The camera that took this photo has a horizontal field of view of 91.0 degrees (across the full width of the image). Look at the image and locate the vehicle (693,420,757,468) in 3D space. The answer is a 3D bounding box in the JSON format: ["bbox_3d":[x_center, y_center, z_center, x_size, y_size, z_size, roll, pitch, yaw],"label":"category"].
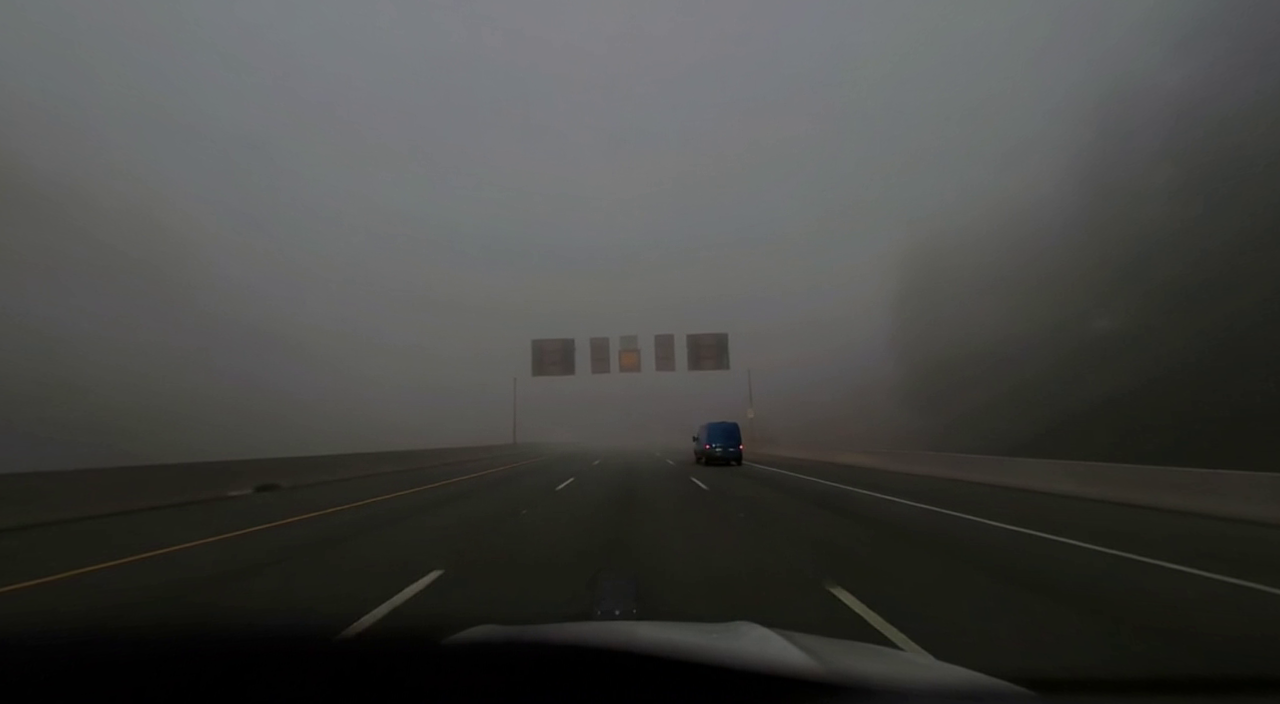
[{"bbox_3d":[3.792,4.226,29.026,2.161,2.002,4.631,0,-8,-2],"label":"vehicle"}]
